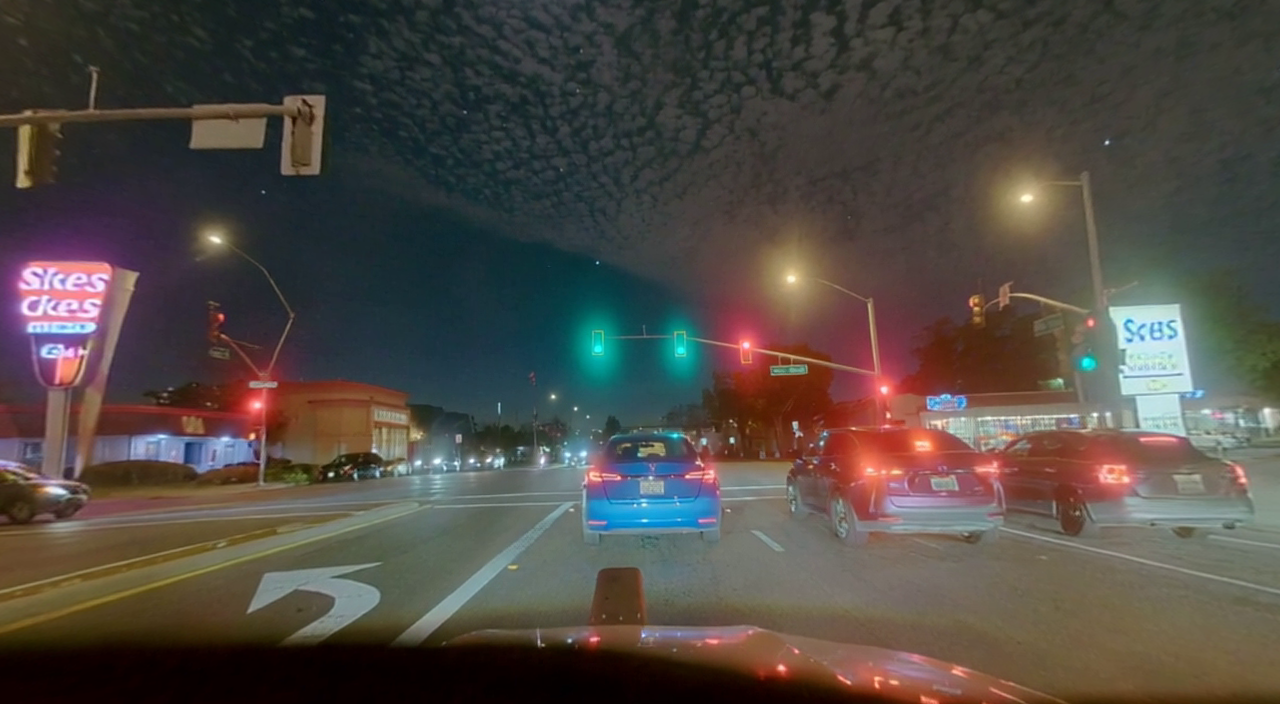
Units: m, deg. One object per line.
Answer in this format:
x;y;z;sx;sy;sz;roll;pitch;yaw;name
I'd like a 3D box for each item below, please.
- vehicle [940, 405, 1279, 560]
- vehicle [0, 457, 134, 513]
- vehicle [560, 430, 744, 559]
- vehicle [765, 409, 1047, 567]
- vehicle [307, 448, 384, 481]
6.461;1.759;9.178;2.009;1.700;4.275;0;-9;-1;vehicle
-20.318;4.383;21.034;4.780;1.669;2.232;1;-9;-11;vehicle
0.105;1.965;9.440;2.135;1.468;4.076;0;-9;-1;vehicle
3.269;1.780;9.046;1.973;1.633;4.717;0;-9;0;vehicle
-18.575;7.079;40.231;2.324;1.911;5.610;0;-9;-2;vehicle
